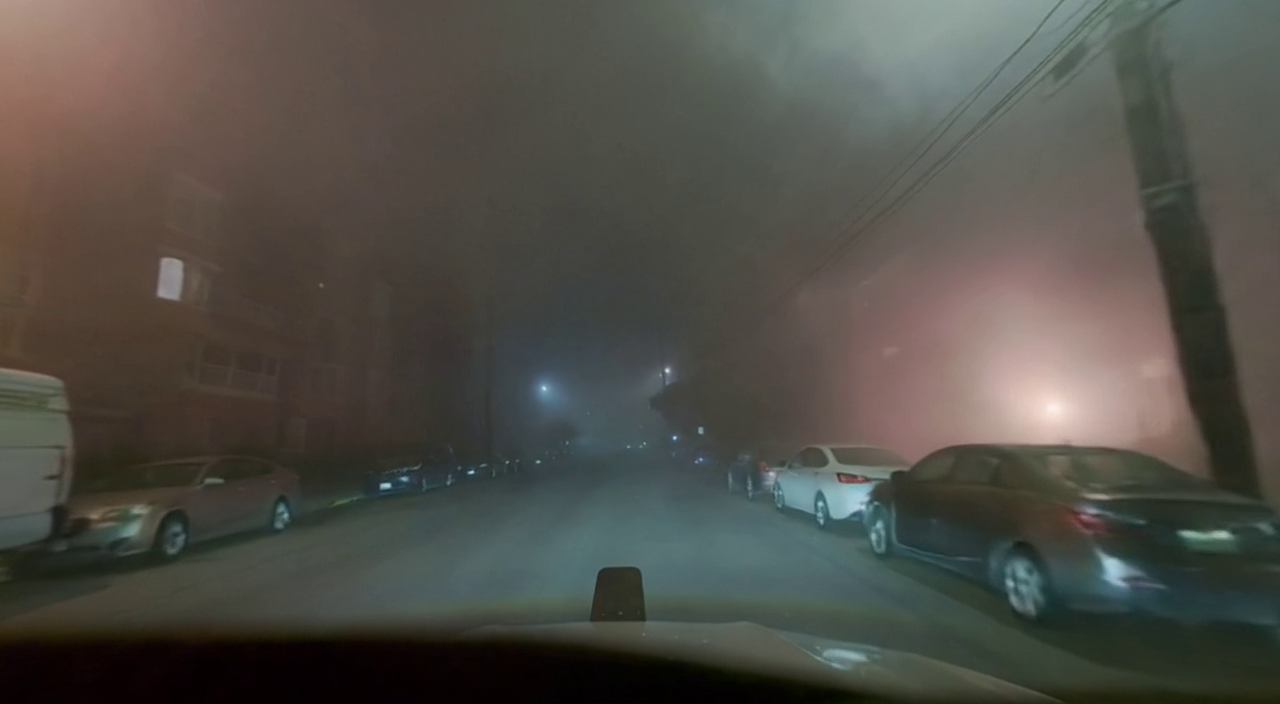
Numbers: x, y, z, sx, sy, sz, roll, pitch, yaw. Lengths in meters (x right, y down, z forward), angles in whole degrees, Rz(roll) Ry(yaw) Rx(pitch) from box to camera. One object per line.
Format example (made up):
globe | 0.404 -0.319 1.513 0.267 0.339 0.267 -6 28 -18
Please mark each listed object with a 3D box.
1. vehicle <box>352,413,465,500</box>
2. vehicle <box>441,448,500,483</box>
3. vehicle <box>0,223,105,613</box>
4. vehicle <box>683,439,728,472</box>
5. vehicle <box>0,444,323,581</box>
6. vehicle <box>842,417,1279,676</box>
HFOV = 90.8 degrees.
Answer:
vehicle | -7.156 3.279 20.061 1.889 2.463 4.142 0 -9 1
vehicle | -7.817 5.259 29.506 1.873 1.437 4.068 -1 -8 -4
vehicle | -7.470 0.306 3.553 2.901 3.610 6.707 -3 -9 1
vehicle | 3.553 5.749 35.225 2.095 1.694 4.592 -1 -8 1
vehicle | -7.255 2.366 10.296 1.894 1.585 4.514 -3 -8 0
vehicle | 3.848 1.523 6.278 2.022 1.521 4.933 0 -9 0
